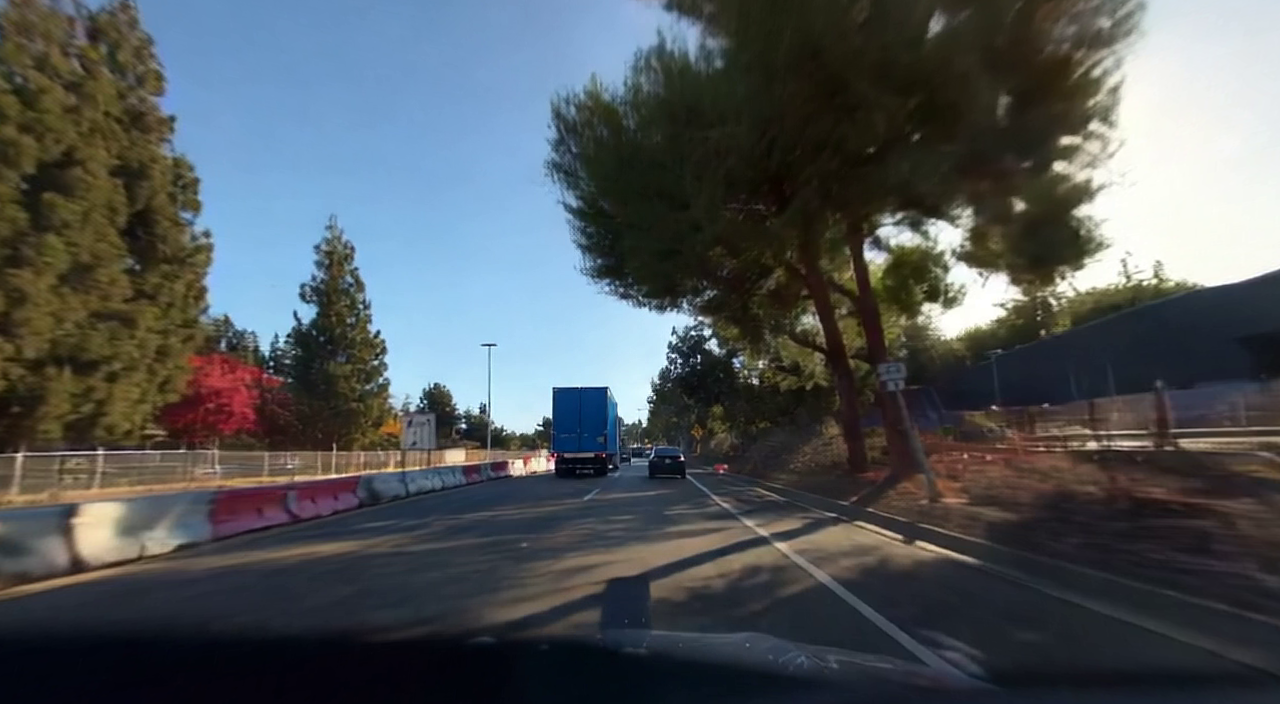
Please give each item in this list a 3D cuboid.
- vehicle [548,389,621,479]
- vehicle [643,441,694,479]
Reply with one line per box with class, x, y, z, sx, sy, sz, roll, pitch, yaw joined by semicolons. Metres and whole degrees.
vehicle;-2.782;4.900;36.805;2.906;4.115;15.715;0;-8;0
vehicle;1.295;5.266;31.056;2.304;1.675;4.462;0;-8;0
